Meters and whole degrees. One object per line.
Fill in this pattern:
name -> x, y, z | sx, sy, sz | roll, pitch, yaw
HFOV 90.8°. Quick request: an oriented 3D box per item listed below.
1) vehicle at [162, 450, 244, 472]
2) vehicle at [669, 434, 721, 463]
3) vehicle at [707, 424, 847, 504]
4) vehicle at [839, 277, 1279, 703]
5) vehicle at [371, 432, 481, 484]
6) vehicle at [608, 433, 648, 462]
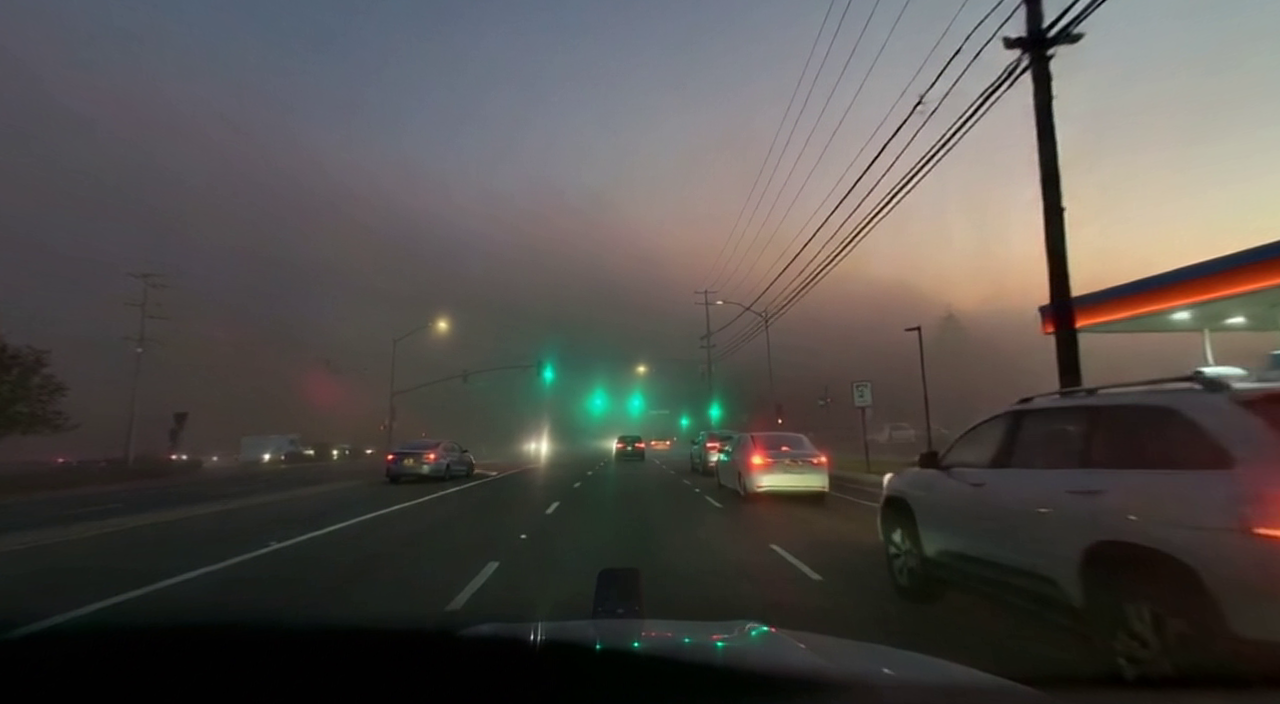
vehicle -> -33.858, 8.408, 49.029 | 4.989, 1.567, 2.075 | -1, -8, 8
vehicle -> 2.853, 5.127, 33.853 | 2.208, 1.436, 4.542 | 0, -8, -2
vehicle -> 2.816, 2.413, 14.115 | 1.945, 1.470, 4.363 | 0, -8, -3
vehicle -> 3.205, 0.903, 3.961 | 2.124, 1.824, 4.973 | 0, -8, -2
vehicle -> -6.683, 3.330, 20.285 | 2.075, 1.470, 4.190 | 0, -8, 0
vehicle -> -0.685, 5.261, 35.050 | 2.065, 1.484, 3.894 | 0, -8, -2
